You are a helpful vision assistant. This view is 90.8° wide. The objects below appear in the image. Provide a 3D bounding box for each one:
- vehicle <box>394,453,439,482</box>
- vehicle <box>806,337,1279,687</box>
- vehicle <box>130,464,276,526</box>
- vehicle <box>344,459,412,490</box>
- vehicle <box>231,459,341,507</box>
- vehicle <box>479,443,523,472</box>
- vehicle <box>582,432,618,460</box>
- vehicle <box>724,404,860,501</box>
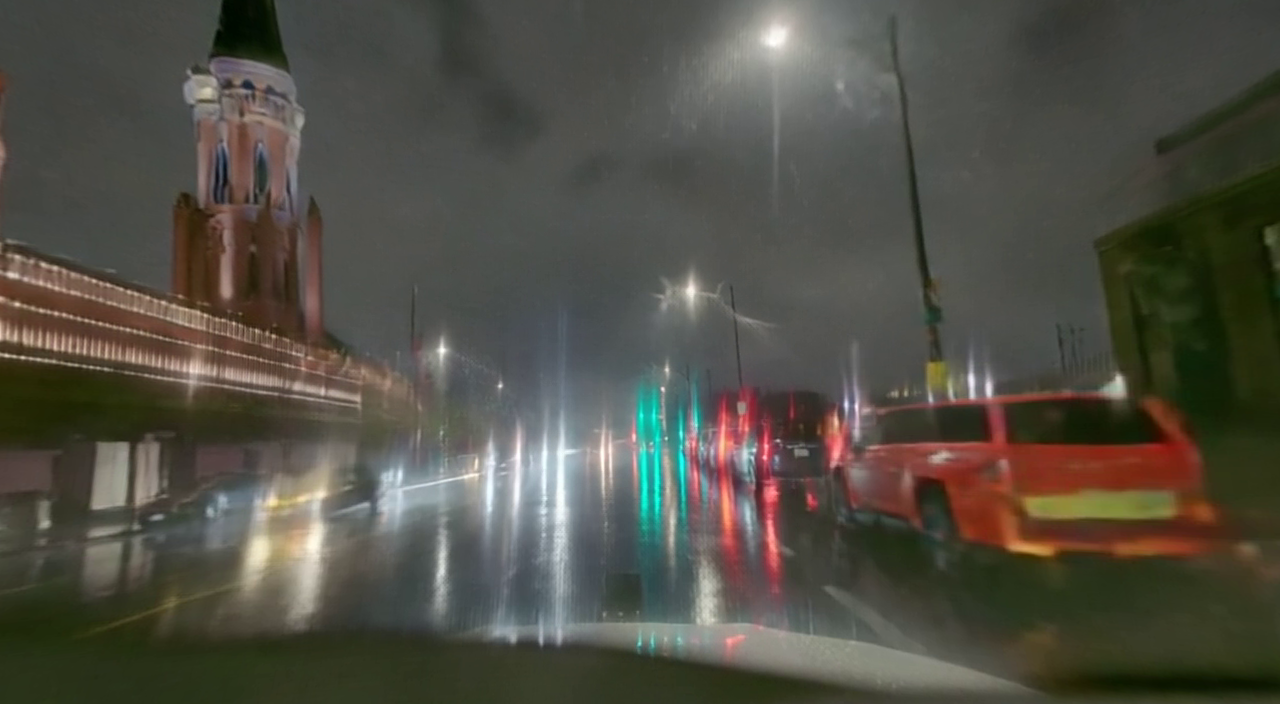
[{"bbox_3d":[-15.315,7.892,43.457,1.751,1.865,3.735,0,-9,-1],"label":"vehicle"},{"bbox_3d":[3.603,1.278,6.708,2.055,1.857,6.596,-1,-8,2],"label":"vehicle"},{"bbox_3d":[-15.009,4.888,22.096,1.978,1.819,4.477,0,-9,-2],"label":"vehicle"},{"bbox_3d":[-15.334,7.163,37.255,2.076,1.672,4.499,0,-9,0],"label":"vehicle"},{"bbox_3d":[-15.319,5.672,27.726,2.014,1.846,4.920,0,-9,-1],"label":"vehicle"},{"bbox_3d":[-8.790,6.671,40.248,1.842,1.735,4.066,-1,-9,1],"label":"vehicle"},{"bbox_3d":[-2.870,6.944,46.536,2.293,1.936,4.737,-1,-9,1],"label":"vehicle"},{"bbox_3d":[3.499,2.426,15.746,2.124,1.975,5.131,-1,-8,1],"label":"vehicle"}]
